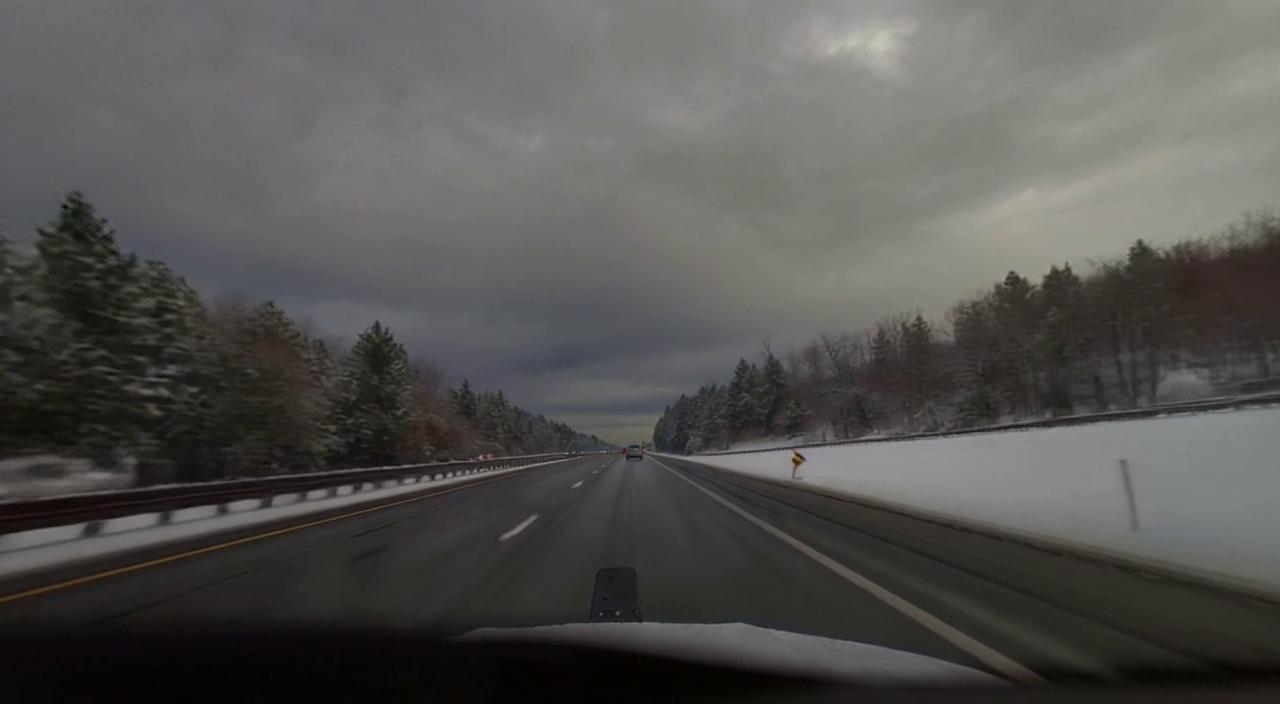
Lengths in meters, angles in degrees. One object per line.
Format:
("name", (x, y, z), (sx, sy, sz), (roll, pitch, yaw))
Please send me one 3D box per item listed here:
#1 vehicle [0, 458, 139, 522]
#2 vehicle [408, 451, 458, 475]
("vehicle", (-16.646, 3.737, 17.417), (1.821, 1.481, 4.435), (0, -9, -1))
("vehicle", (-13.903, 7.461, 42.360), (1.729, 1.484, 4.774), (0, -9, -1))
